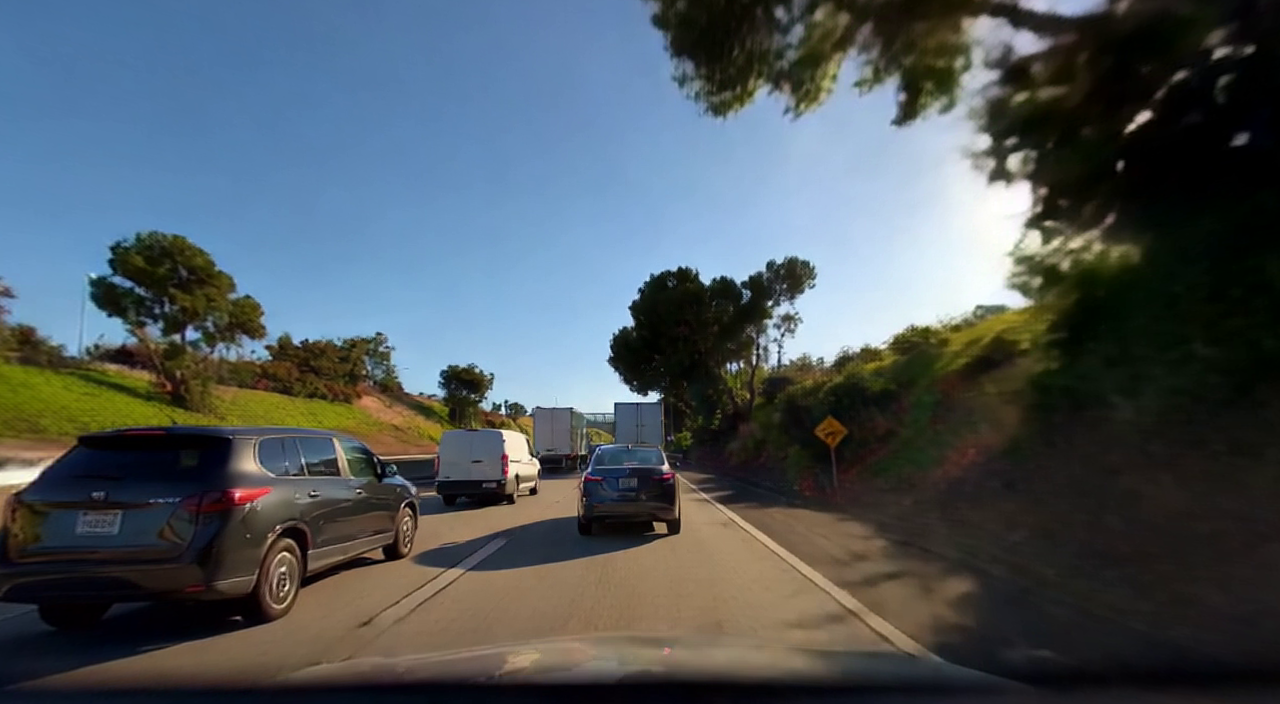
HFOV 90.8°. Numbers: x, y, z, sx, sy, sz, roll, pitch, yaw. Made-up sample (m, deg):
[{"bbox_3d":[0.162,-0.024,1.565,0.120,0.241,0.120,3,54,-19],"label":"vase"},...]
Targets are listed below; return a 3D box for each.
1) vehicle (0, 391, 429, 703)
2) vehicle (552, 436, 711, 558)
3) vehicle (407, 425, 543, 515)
[{"bbox_3d":[-3.681,1.390,5.639,2.029,1.656,4.437,-1,-9,0],"label":"vehicle"},{"bbox_3d":[-0.112,2.079,9.654,1.995,1.495,3.380,0,-9,0],"label":"vehicle"},{"bbox_3d":[-3.937,2.924,16.018,2.055,1.913,4.584,-1,-9,2],"label":"vehicle"}]
